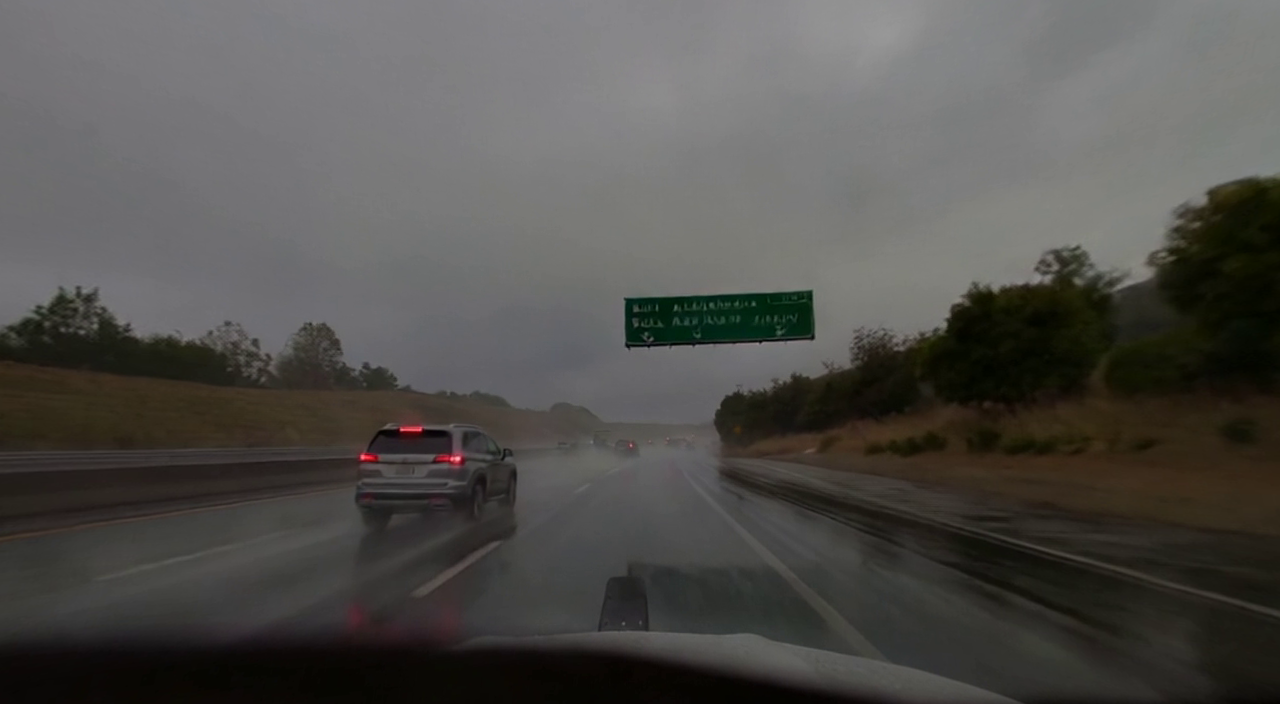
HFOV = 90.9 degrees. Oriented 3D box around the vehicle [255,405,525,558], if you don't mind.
[{"bbox_3d":[-3.500,1.950,10.166,2.218,1.848,4.789,0,-9,2],"label":"vehicle"}]
